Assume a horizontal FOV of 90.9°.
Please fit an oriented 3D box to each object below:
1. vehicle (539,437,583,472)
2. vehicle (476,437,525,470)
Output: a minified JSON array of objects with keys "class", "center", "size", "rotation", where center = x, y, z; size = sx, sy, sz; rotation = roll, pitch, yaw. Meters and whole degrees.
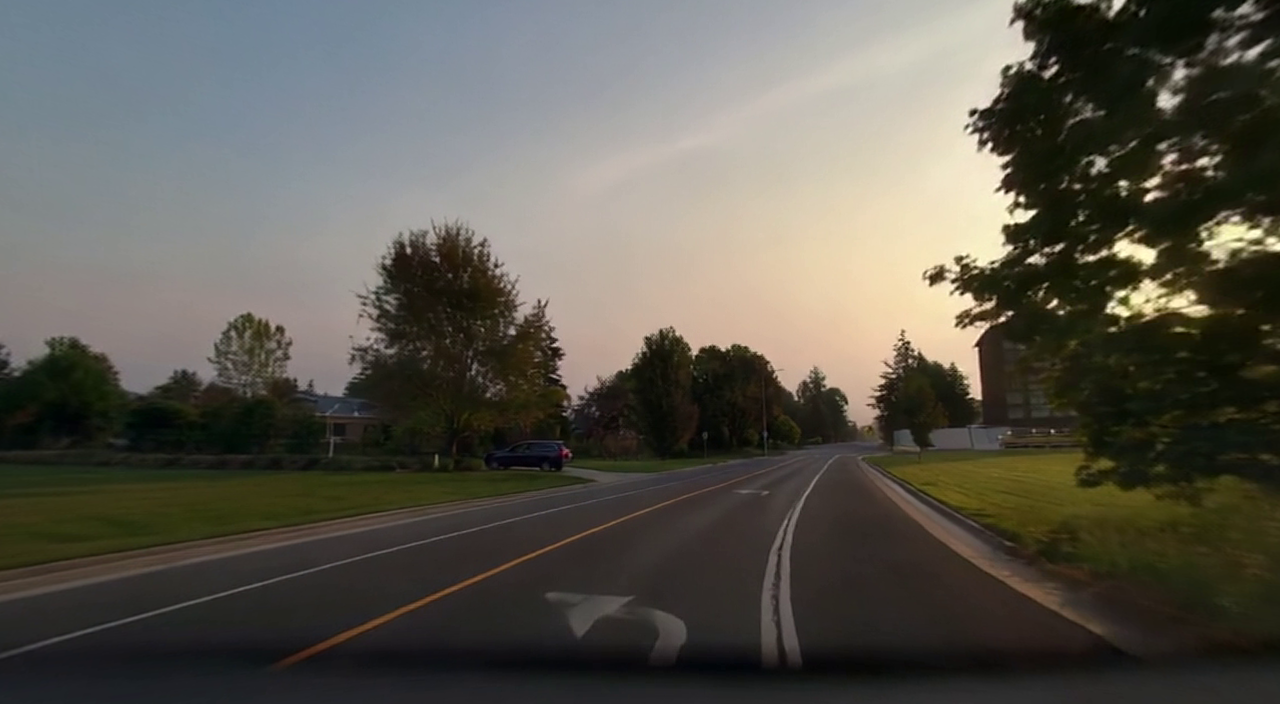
[{"class":"vehicle","center":[-4.487,5.764,35.454],"size":[2.244,1.796,5.170],"rotation":[1,-9,-8]},{"class":"vehicle","center":[-8.089,5.805,36.323],"size":[2.192,1.740,4.521],"rotation":[3,-9,-19]}]
